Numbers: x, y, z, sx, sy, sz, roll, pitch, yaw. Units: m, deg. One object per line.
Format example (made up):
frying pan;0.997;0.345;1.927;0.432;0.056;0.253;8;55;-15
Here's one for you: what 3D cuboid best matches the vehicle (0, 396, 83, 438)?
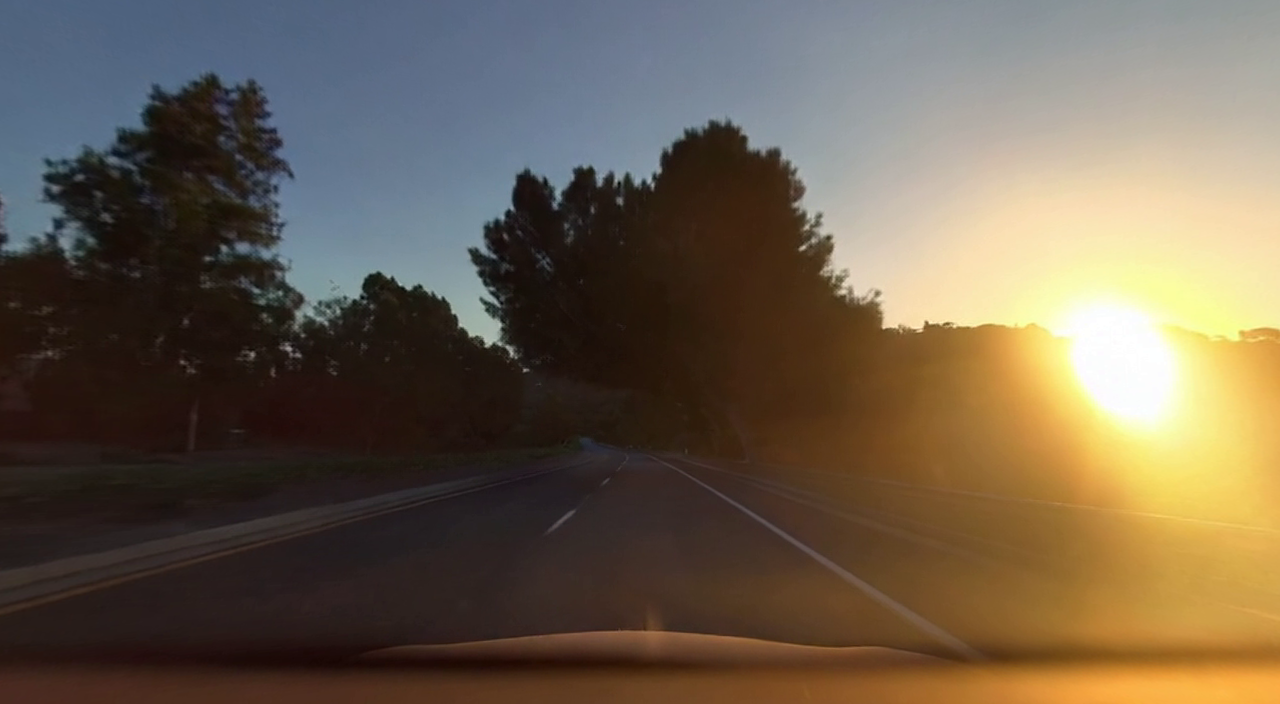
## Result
vehicle;-47.059;5.070;48.404;2.721;2.776;5.478;-12;-13;34
